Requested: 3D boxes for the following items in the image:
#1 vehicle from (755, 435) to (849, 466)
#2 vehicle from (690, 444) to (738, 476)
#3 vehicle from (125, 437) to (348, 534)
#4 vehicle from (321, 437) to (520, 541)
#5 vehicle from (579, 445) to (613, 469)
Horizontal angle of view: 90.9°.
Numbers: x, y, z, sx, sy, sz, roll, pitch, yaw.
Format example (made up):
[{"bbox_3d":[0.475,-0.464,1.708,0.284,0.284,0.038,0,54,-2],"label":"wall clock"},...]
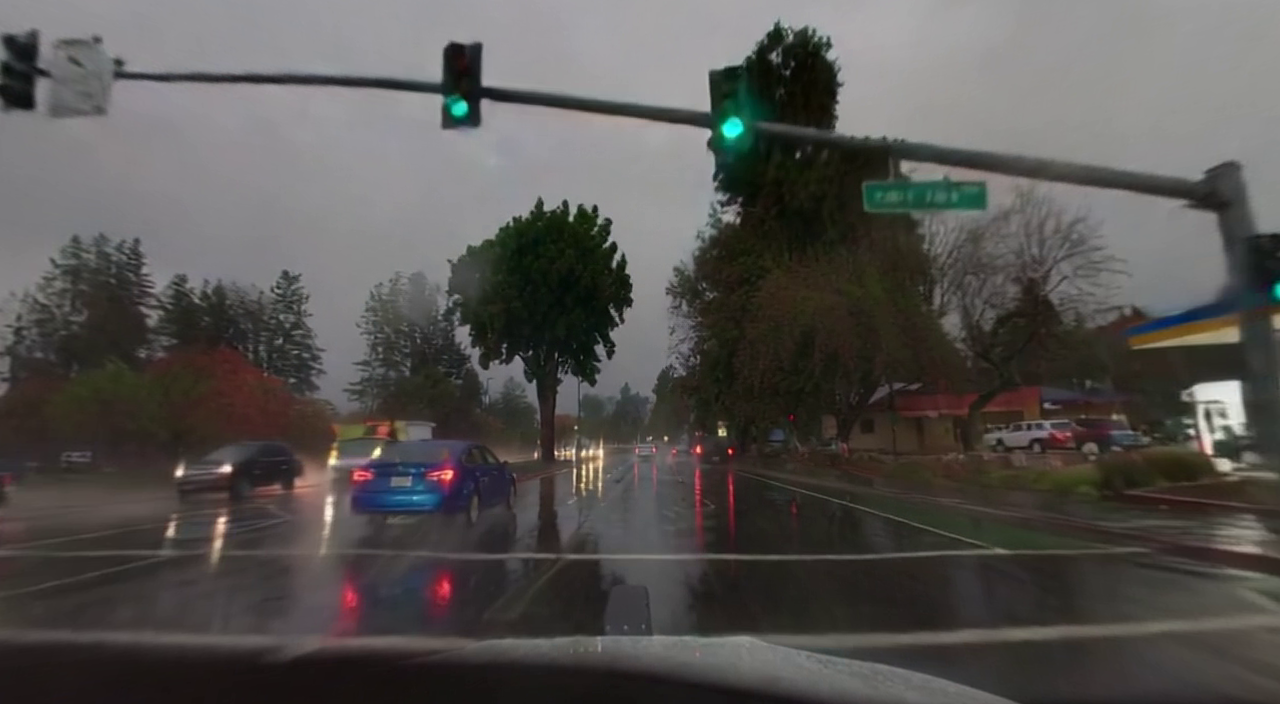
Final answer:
[{"bbox_3d":[11.205,6.880,43.994,5.931,1.872,2.264,-3,-9,4],"label":"vehicle"},{"bbox_3d":[3.588,5.319,31.315,1.883,1.465,3.975,0,-8,0],"label":"vehicle"},{"bbox_3d":[-8.351,2.734,13.655,1.922,1.660,4.332,-3,-8,1],"label":"vehicle"},{"bbox_3d":[-3.580,2.302,11.307,1.803,1.463,4.422,-1,-8,3],"label":"vehicle"},{"bbox_3d":[-2.852,6.900,41.715,1.841,1.474,4.038,0,-8,2],"label":"vehicle"}]
